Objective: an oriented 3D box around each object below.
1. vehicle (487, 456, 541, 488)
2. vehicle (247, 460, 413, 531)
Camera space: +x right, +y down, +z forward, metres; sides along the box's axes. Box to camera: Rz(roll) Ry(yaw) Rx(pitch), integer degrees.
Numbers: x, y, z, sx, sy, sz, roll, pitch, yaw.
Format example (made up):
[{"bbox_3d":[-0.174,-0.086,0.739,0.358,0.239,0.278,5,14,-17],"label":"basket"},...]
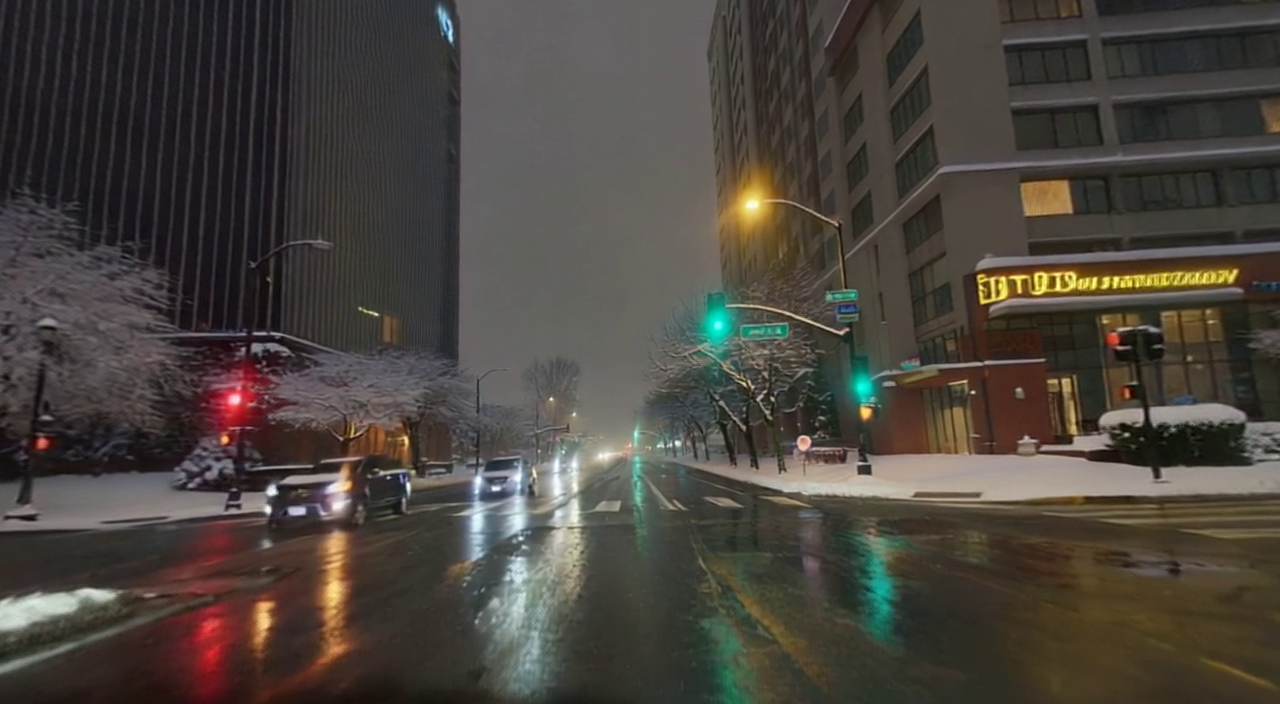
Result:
[{"bbox_3d":[-6.702,6.419,34.014,1.897,1.537,3.770,-1,-9,4],"label":"vehicle"},{"bbox_3d":[-7.551,3.501,15.945,1.893,1.451,4.276,-1,-9,2],"label":"vehicle"}]
